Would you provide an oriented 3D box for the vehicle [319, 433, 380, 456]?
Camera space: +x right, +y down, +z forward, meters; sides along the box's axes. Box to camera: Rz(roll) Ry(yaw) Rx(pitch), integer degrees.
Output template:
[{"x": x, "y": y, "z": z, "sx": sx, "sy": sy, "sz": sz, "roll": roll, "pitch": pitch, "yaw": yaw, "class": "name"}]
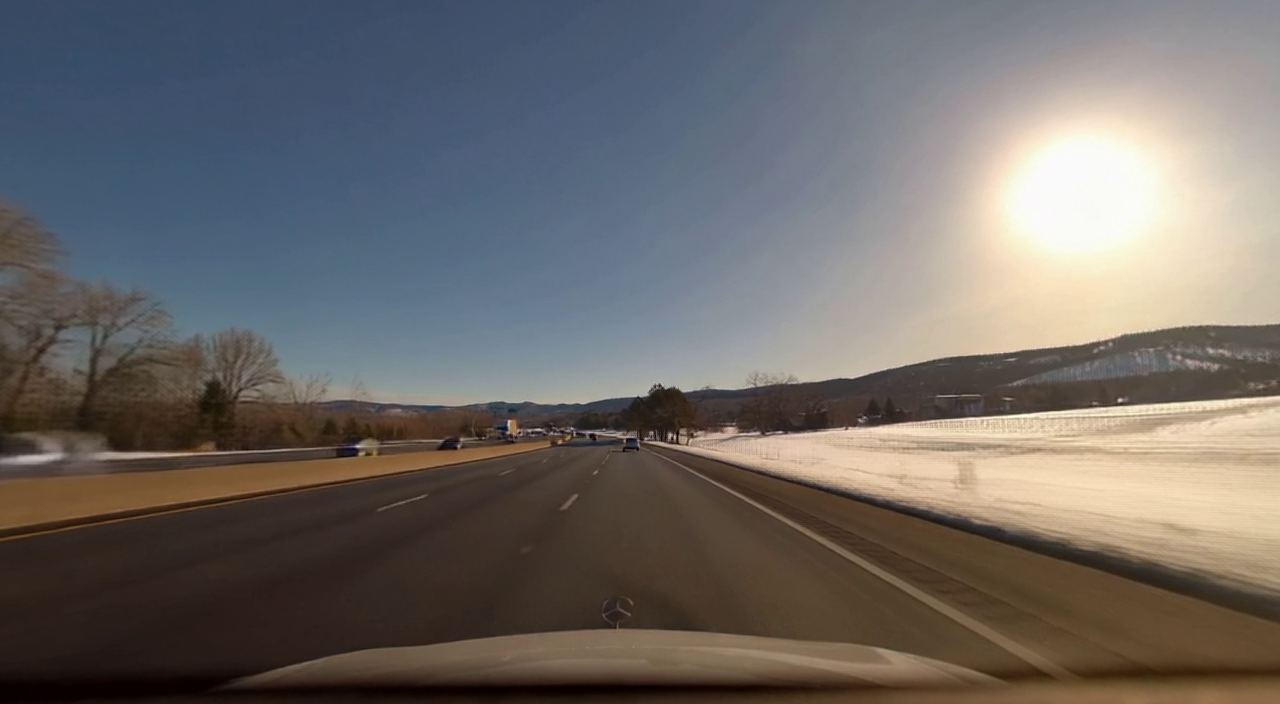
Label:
[{"x": -19.763, "y": 6.324, "z": 43.060, "sx": 2.081, "sy": 1.507, "sz": 4.533, "roll": 0, "pitch": -8, "yaw": -1, "class": "vehicle"}]
